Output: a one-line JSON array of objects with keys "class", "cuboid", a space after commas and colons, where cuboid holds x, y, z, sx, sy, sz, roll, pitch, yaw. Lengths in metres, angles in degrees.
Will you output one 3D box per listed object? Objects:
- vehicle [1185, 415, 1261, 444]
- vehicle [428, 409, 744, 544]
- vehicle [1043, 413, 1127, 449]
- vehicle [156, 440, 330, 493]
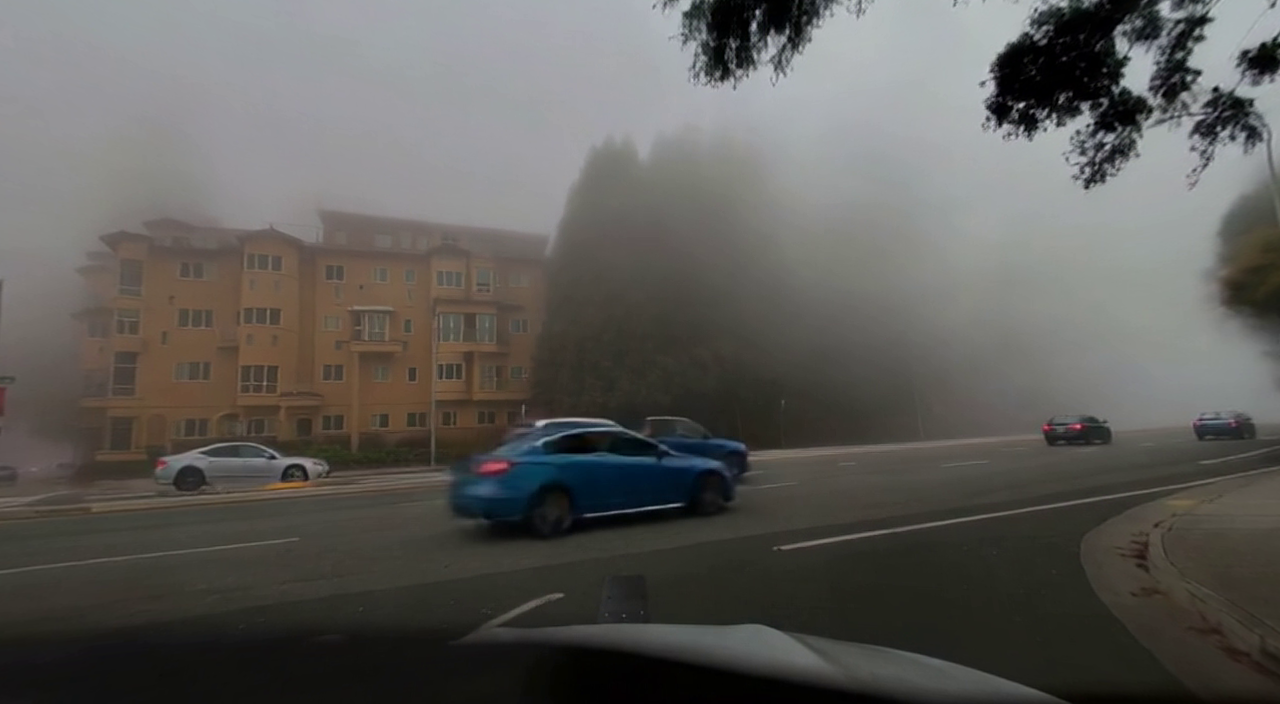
[{"class": "vehicle", "cuboid": [30.934, 4.143, 33.403, 4.521, 1.433, 1.943, 6, -10, -35]}, {"class": "vehicle", "cuboid": [-0.717, 1.812, 9.805, 4.438, 1.625, 2.033, 6, -10, -35]}, {"class": "vehicle", "cuboid": [22.838, 4.083, 32.314, 4.683, 1.678, 1.981, 6, -10, -36]}, {"class": "vehicle", "cuboid": [-12.087, 3.443, 19.361, 4.289, 1.415, 1.774, 6, -10, -37]}]
